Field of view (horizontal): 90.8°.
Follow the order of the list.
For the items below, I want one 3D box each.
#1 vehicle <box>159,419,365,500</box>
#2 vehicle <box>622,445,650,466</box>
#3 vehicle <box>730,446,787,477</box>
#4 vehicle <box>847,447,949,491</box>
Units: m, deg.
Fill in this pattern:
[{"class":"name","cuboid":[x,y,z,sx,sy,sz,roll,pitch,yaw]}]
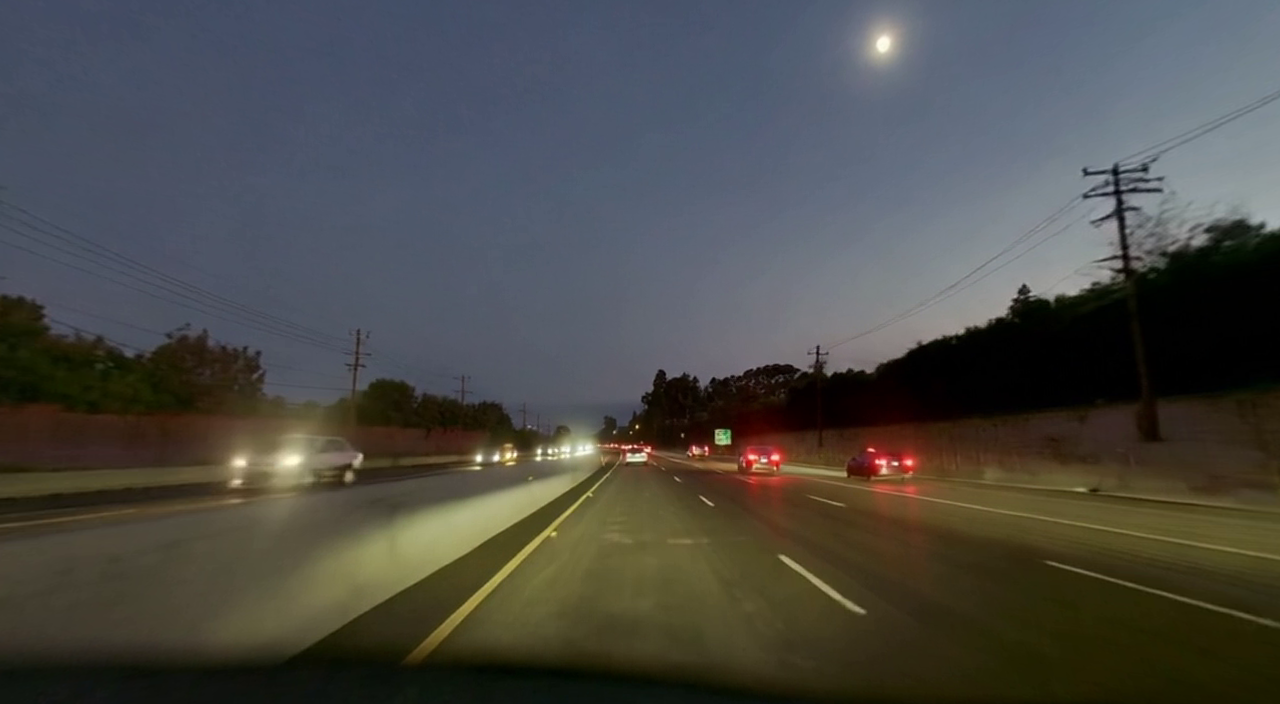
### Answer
[{"class":"vehicle","cuboid":[-9.901,2.885,17.244,2.483,1.868,4.989,0,-9,0]},{"class":"vehicle","cuboid":[-0.316,7.811,47.716,1.993,1.506,3.883,0,-9,-1]},{"class":"vehicle","cuboid":[6.285,5.859,34.053,2.069,1.520,4.614,0,-9,-1]},{"class":"vehicle","cuboid":[9.746,4.420,24.334,1.969,1.506,4.422,0,-9,-1]}]
